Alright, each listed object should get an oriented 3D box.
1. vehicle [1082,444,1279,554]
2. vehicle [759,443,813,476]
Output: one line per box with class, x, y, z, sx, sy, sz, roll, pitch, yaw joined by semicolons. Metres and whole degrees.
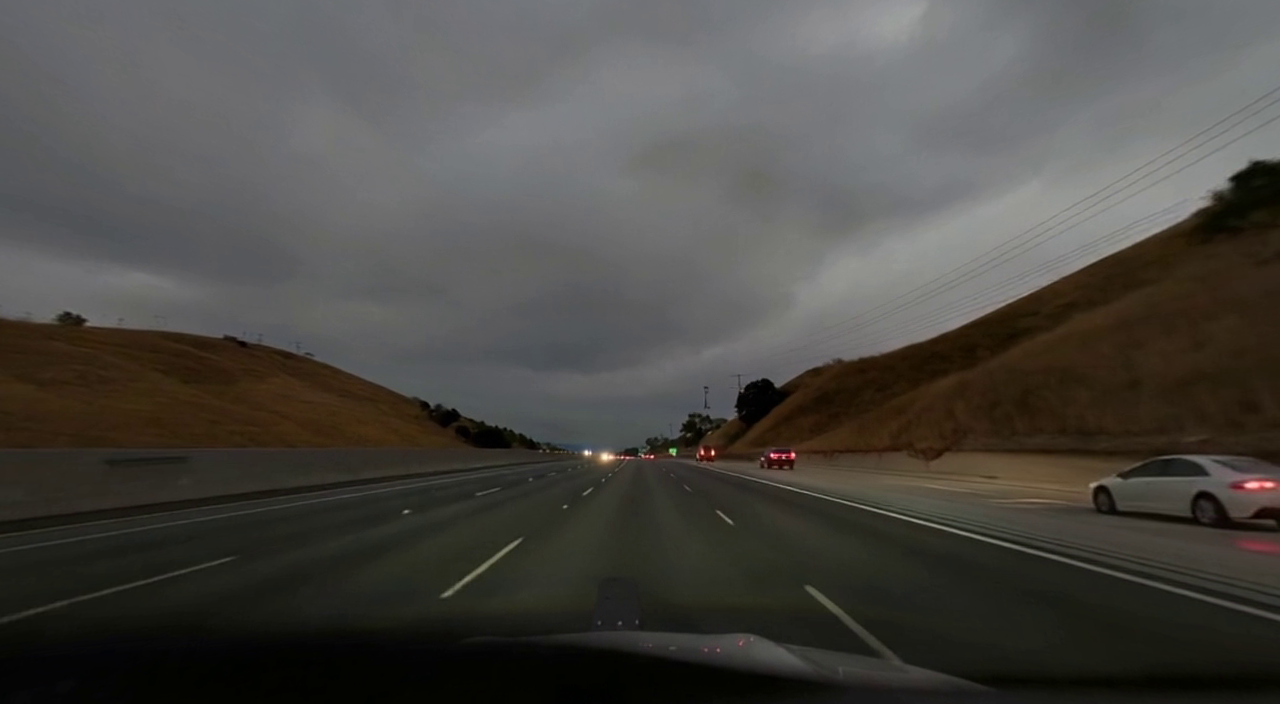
vehicle;9.665;2.289;10.424;1.884;1.486;3.770;0;-9;-1
vehicle;8.741;6.476;38.153;2.108;1.870;4.435;0;-9;-1
